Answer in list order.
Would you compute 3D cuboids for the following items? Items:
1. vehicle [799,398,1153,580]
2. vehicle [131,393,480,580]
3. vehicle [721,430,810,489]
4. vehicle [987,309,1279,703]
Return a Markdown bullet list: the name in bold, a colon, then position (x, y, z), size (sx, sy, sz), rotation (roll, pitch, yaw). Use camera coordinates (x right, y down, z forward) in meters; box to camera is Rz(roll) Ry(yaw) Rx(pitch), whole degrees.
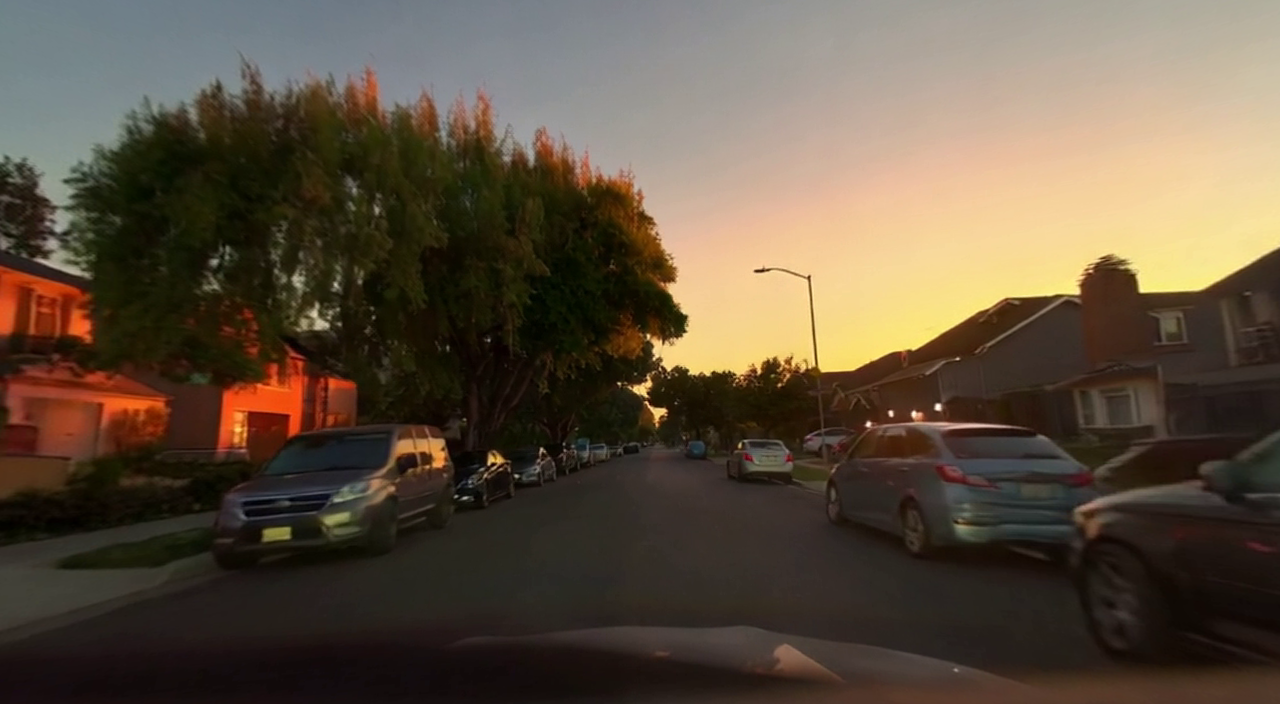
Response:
- **vehicle**: position (4.071, 1.764, 9.010), size (2.214, 1.830, 4.997), rotation (0, -8, -1)
- **vehicle**: position (-4.562, 1.952, 10.066), size (2.461, 2.145, 5.415), rotation (-1, -8, 1)
- **vehicle**: position (4.480, 3.925, 23.407), size (2.306, 1.901, 4.908), rotation (0, -8, 0)
- **vehicle**: position (3.923, 0.704, 2.324), size (1.995, 1.944, 5.400), rotation (0, -8, -3)
